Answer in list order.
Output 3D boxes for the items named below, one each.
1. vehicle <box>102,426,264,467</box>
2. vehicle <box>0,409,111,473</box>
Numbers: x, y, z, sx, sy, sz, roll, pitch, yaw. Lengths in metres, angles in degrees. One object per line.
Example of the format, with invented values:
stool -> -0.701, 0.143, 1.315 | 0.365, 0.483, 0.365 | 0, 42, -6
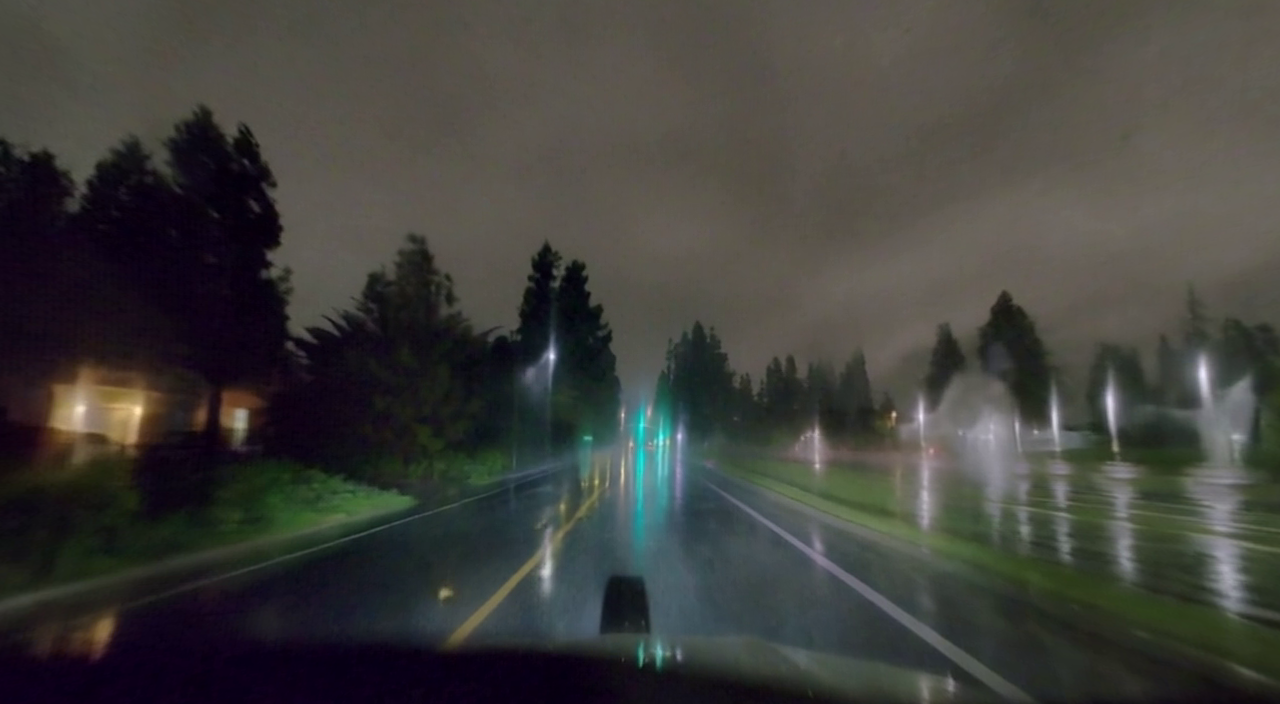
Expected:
vehicle -> -19.146, 3.996, 26.713 | 5.008, 1.619, 2.102 | 3, -8, -15
vehicle -> -20.272, 2.839, 20.506 | 4.511, 1.876, 2.044 | 0, -8, 10
